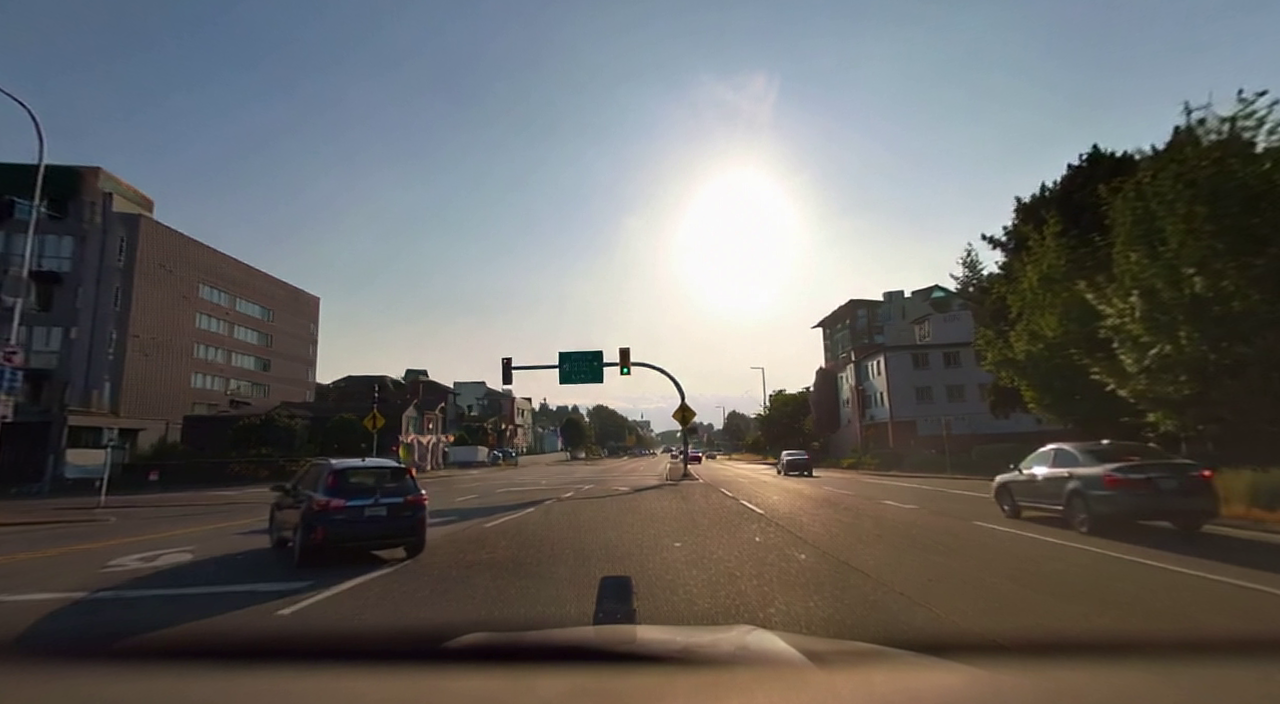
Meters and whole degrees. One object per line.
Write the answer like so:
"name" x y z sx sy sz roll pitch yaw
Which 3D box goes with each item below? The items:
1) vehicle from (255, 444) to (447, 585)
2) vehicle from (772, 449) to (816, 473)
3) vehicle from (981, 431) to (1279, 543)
"vehicle" -4.203 2.147 9.125 2.014 1.525 3.670 4 -10 -26
"vehicle" 10.036 7.113 41.218 1.931 1.475 4.092 -1 -9 1
"vehicle" 8.308 2.300 11.282 2.007 1.586 4.210 -1 -9 1
